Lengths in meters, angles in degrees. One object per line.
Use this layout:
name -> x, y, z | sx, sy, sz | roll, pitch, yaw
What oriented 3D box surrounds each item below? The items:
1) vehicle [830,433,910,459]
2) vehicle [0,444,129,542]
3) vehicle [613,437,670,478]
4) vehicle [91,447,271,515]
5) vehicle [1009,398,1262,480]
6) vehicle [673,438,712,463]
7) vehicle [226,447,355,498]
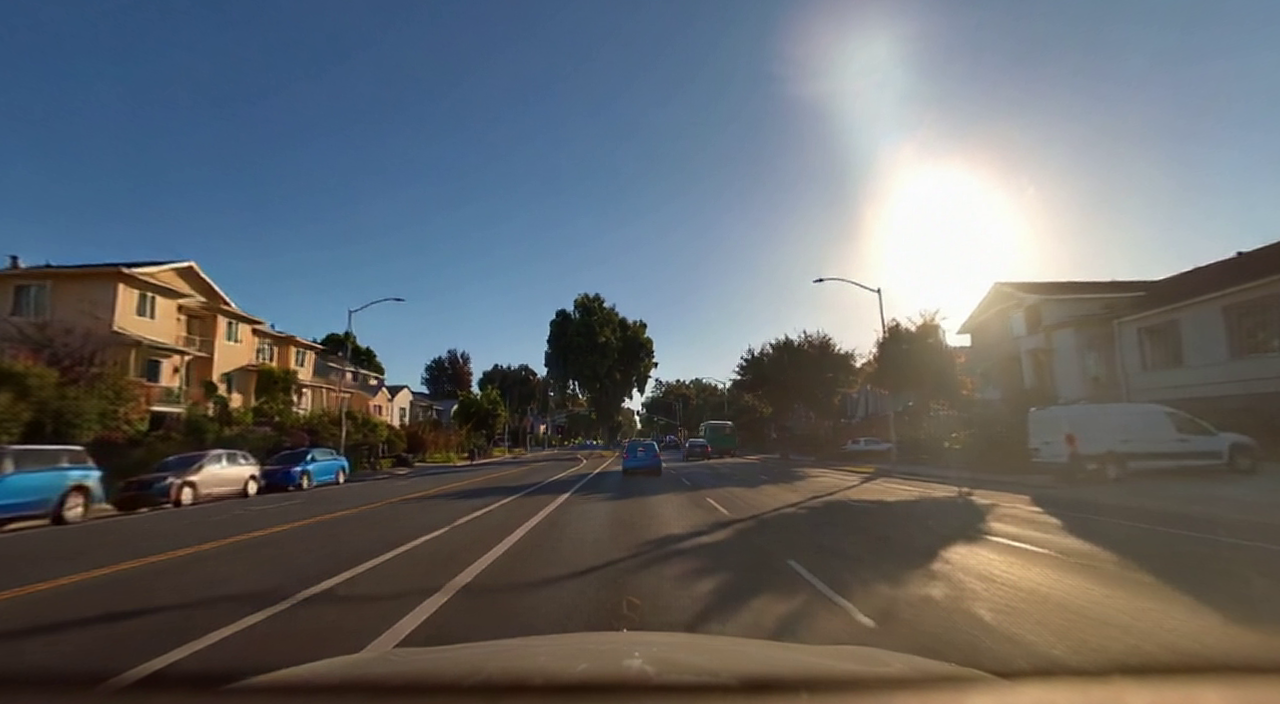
vehicle -> 15.175, 6.227, 41.813 | 4.456, 1.520, 1.911 | -2, -9, -2
vehicle -> -14.422, 2.959, 13.304 | 2.351, 2.008, 5.971 | 0, -9, -1
vehicle -> 0.025, 4.163, 25.147 | 2.093, 1.497, 4.010 | 0, -9, -1
vehicle -> -14.508, 4.045, 20.477 | 2.140, 1.899, 4.900 | 0, -9, 0
vehicle -> 14.795, 2.636, 19.164 | 5.696, 2.299, 2.292 | 0, -9, -2
vehicle -> 3.431, 6.553, 42.026 | 2.161, 1.519, 4.568 | 0, -9, 0
vehicle -> -14.275, 4.904, 26.329 | 2.078, 1.833, 5.666 | -1, -9, 1
